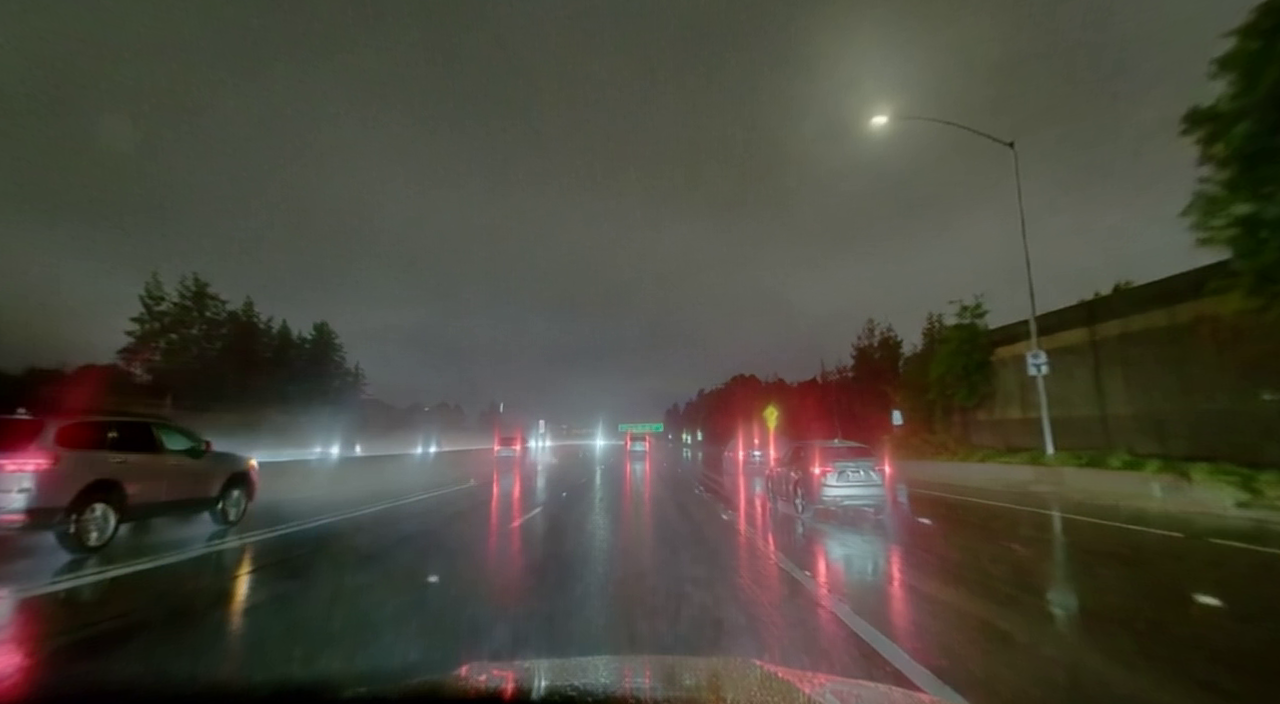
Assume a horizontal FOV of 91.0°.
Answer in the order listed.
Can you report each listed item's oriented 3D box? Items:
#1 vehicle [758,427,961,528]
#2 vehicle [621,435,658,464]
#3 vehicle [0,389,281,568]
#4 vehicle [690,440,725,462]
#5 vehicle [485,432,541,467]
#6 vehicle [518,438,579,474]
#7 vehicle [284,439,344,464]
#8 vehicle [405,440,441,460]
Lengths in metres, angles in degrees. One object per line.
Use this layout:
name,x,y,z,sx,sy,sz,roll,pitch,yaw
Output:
vehicle,3.730,2.239,11.770,2.141,1.507,4.510,0,-9,0
vehicle,-0.047,6.080,39.350,2.158,1.706,4.219,0,-9,-1
vehicle,-7.475,1.655,8.854,2.142,1.849,4.566,0,-9,-1
vehicle,4.646,6.916,44.048,1.944,1.465,4.245,0,-9,0
vehicle,-6.964,5.409,35.046,2.111,1.811,4.391,0,-9,1
vehicle,-3.994,4.619,28.174,2.071,1.478,4.130,0,-9,1
vehicle,-20.669,6.338,40.037,1.817,1.490,3.694,0,-9,0
vehicle,-17.120,7.742,49.851,1.635,1.463,3.655,0,-8,-2
